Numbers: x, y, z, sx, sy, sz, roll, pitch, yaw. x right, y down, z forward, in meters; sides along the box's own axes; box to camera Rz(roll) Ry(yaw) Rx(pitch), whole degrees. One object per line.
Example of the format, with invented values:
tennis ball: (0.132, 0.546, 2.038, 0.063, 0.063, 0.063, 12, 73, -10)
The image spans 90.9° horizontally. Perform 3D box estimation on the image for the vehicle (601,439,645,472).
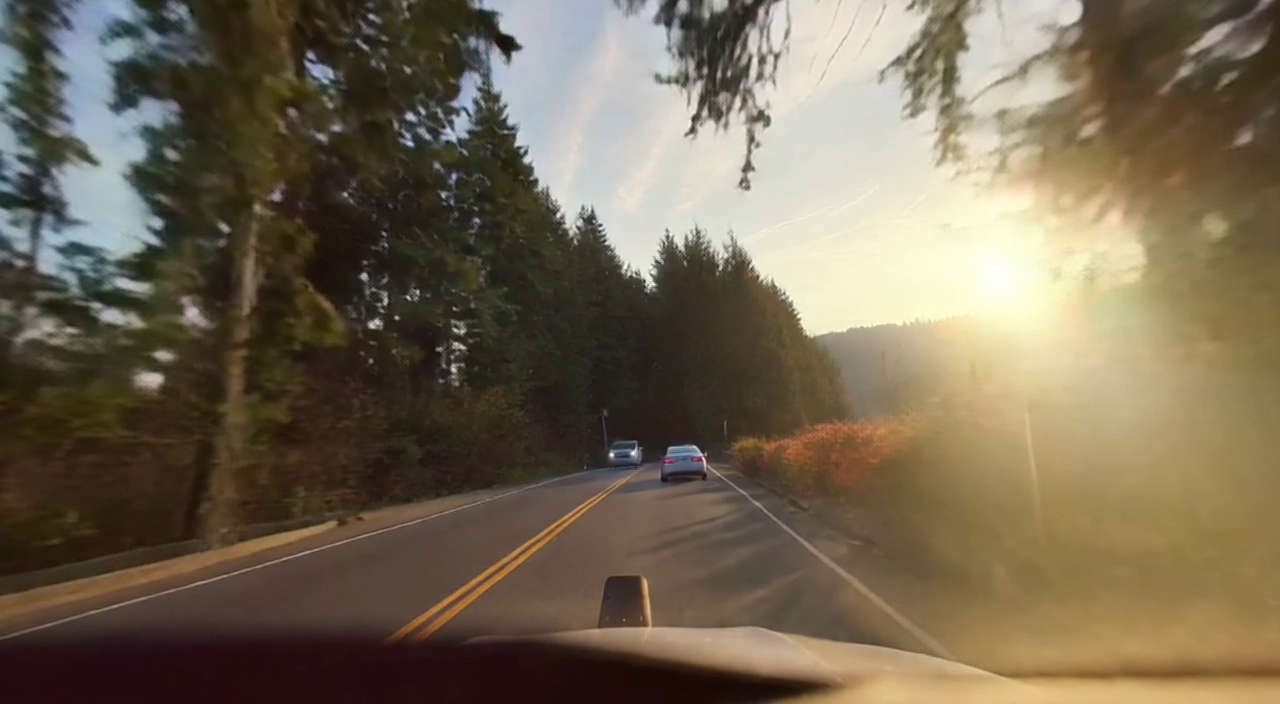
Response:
vehicle: (-1.002, 6.610, 40.544, 2.291, 1.975, 4.308, -1, -9, 5)

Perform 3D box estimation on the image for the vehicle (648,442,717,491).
vehicle: (1.520, 4.133, 23.156, 2.274, 1.583, 4.349, 0, -9, 3)
